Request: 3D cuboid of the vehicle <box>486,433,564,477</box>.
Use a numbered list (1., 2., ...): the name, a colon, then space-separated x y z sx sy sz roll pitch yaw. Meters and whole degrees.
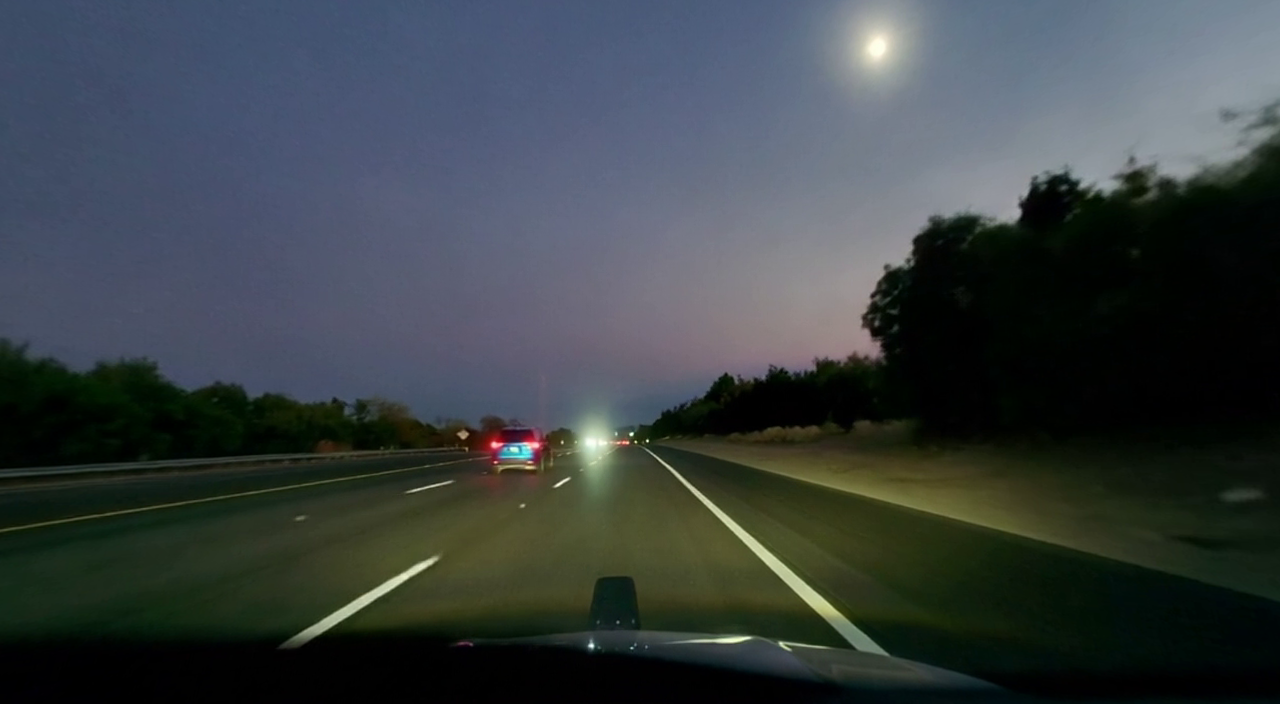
1. vehicle: -4.228 3.821 23.764 2.063 1.496 4.225 0 -8 1
